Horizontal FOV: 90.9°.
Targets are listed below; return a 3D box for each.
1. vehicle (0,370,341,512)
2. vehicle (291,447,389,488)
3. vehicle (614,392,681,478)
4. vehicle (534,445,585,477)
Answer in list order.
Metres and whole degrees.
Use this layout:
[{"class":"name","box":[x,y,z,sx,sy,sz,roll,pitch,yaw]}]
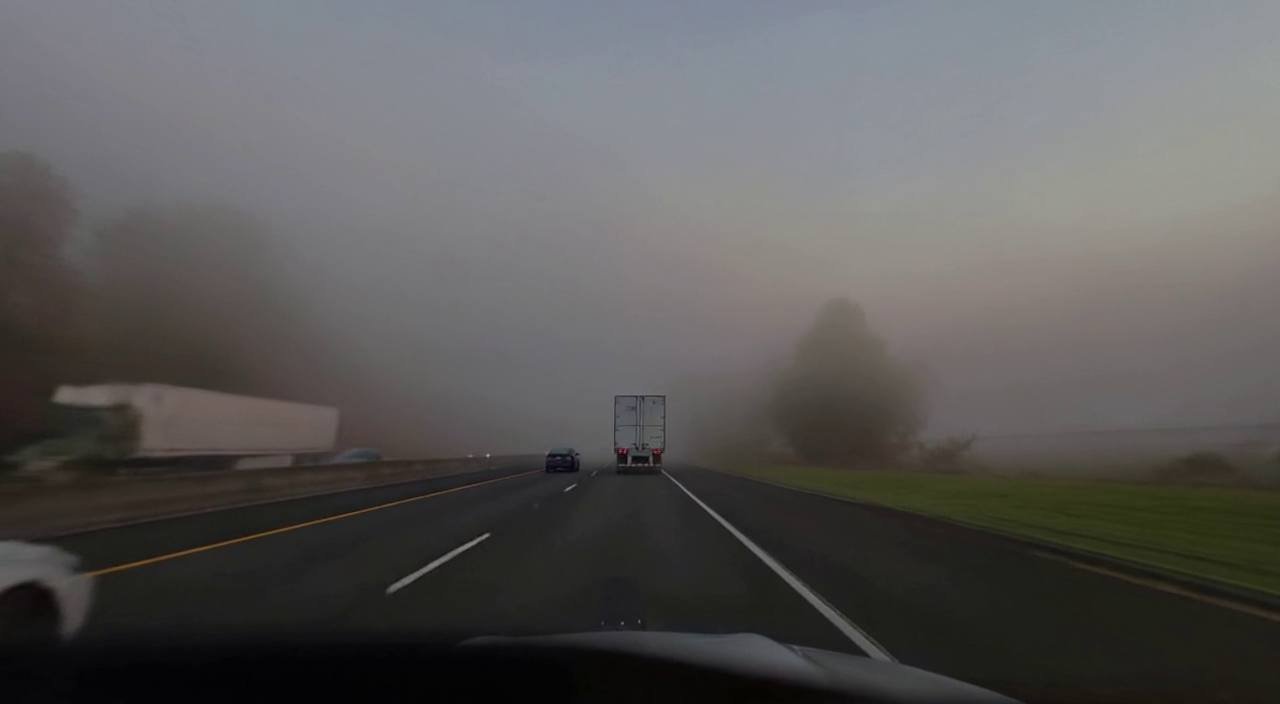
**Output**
[{"class":"vehicle","box":[-17.995,3.880,26.504,2.912,4.071,16.625,0,-9,-1]},{"class":"vehicle","box":[-13.410,5.175,28.537,2.224,1.691,4.519,0,-9,0]},{"class":"vehicle","box":[0.238,4.451,32.960,2.959,3.828,9.617,0,-9,-1]},{"class":"vehicle","box":[-4.165,5.735,33.427,2.074,1.546,4.946,0,-9,0]}]
